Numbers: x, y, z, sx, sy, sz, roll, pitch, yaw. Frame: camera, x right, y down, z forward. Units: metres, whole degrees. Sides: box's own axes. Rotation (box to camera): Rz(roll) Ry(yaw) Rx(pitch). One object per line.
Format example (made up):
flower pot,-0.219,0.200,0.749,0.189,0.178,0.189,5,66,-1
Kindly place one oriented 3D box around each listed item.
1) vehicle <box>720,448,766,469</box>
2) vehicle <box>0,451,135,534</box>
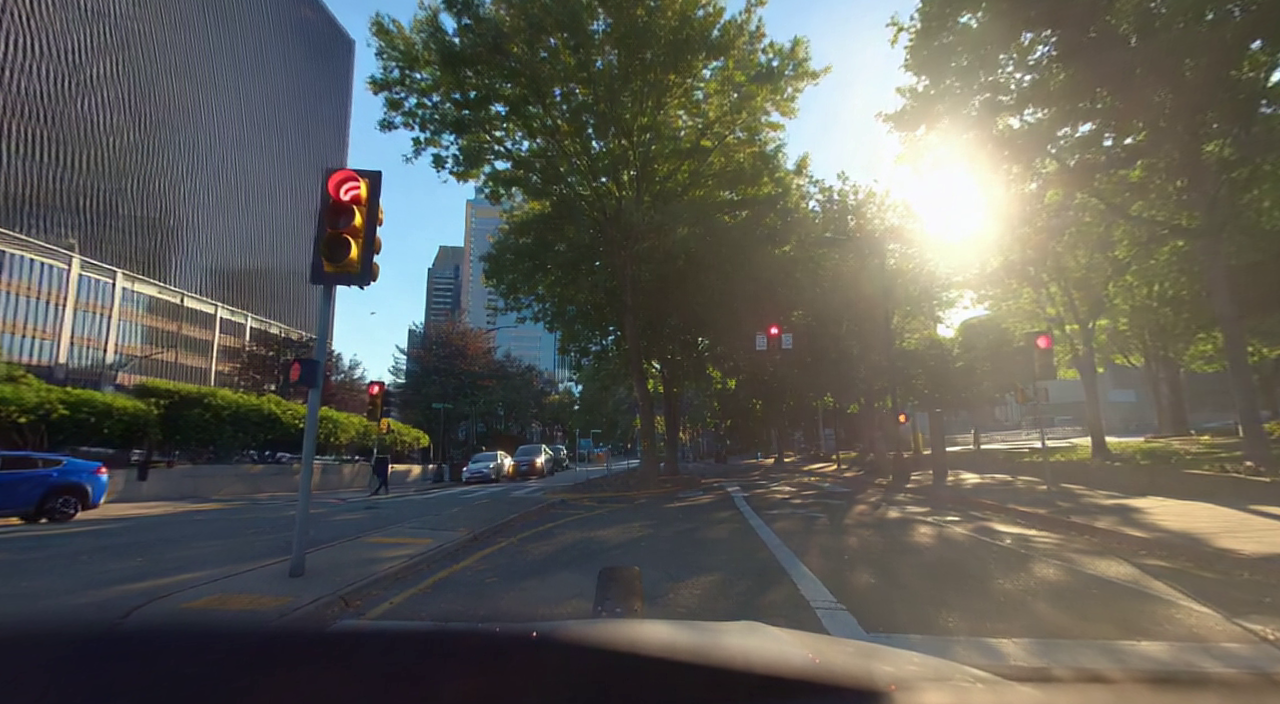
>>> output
vehicle,7.840,8.117,48.420,1.829,1.440,4.384,2,-9,-14
vehicle,-12.880,2.713,12.286,4.598,1.490,1.816,7,-11,-40
